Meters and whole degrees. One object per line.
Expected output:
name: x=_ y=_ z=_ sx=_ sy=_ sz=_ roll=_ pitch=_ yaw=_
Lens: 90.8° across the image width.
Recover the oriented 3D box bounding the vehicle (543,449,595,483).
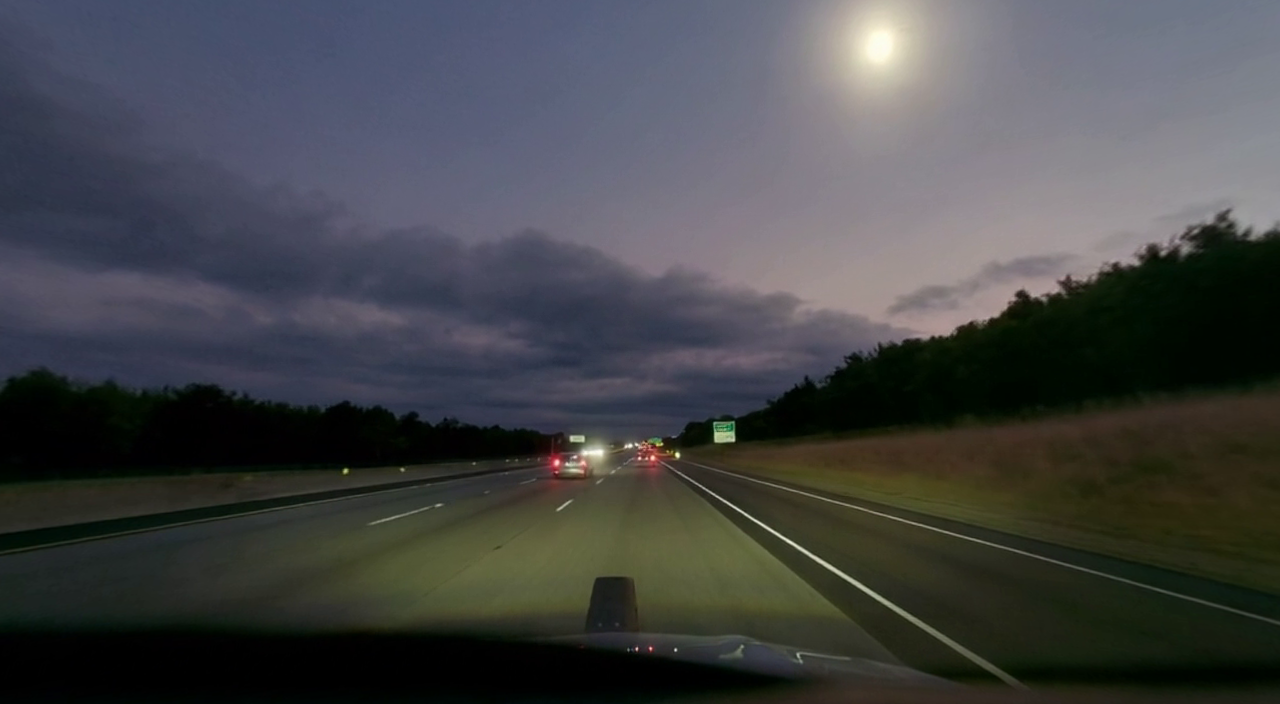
vehicle: x=-3.324 y=5.444 z=30.327 sx=1.978 sy=1.498 sz=4.080 roll=0 pitch=-9 yaw=0
